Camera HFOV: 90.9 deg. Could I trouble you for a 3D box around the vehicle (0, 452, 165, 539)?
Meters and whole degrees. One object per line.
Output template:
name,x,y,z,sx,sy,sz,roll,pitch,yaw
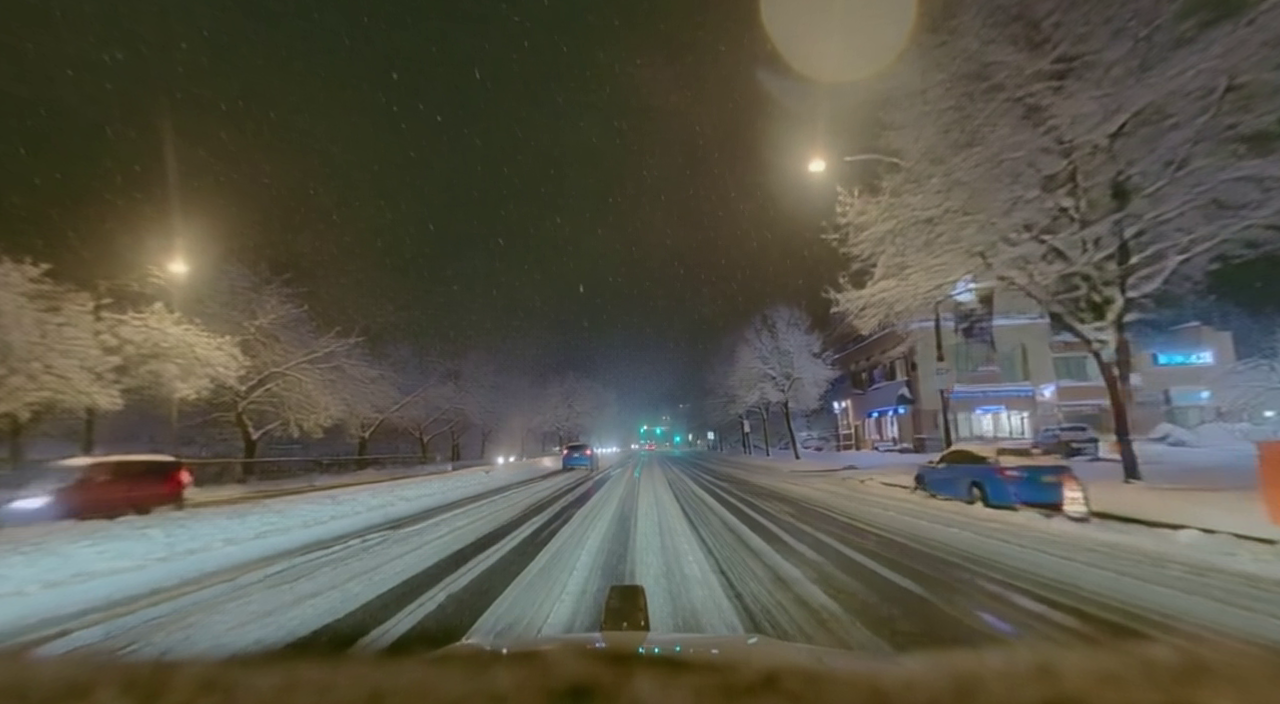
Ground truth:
vehicle,-12.303,2.848,13.052,1.797,1.510,3.919,0,-8,1

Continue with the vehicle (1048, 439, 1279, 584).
vehicle,7.227,1.762,7.559,1.799,1.399,4.317,-1,-8,1

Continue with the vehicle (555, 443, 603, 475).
vehicle,-2.860,5.139,30.514,1.926,1.442,4.231,0,-8,0

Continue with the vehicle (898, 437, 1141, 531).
vehicle,7.033,2.462,12.428,1.953,1.479,4.524,0,-8,0

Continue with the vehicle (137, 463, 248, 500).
vehicle,-22.075,6.397,31.368,1.955,1.447,4.911,-2,-8,0
